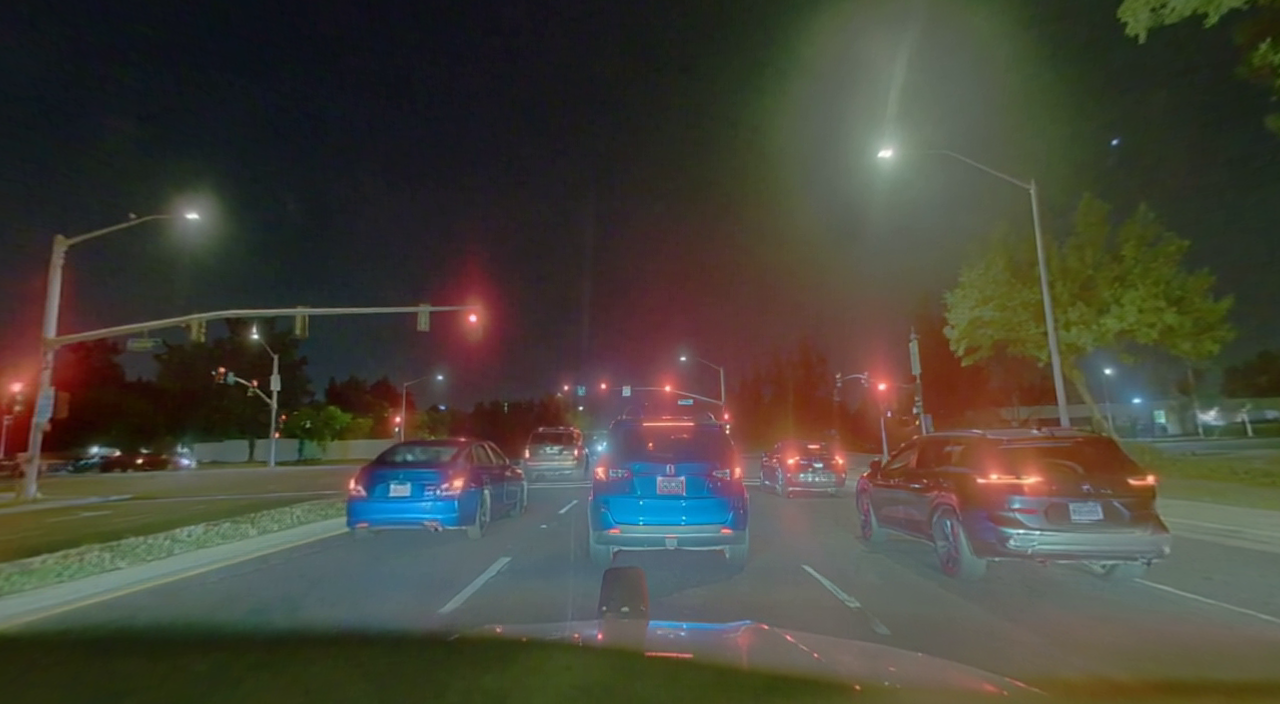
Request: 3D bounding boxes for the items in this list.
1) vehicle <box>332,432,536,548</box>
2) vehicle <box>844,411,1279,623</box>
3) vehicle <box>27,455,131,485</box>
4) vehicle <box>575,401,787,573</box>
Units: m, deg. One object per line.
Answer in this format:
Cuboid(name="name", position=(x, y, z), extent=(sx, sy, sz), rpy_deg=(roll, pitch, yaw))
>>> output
Cuboid(name="vehicle", position=(-3.036, 2.117, 10.401), extent=(1.876, 1.497, 4.308), rpy_deg=(0, -8, 1))
Cuboid(name="vehicle", position=(3.916, 1.551, 6.861), extent=(1.954, 1.592, 3.992), rpy_deg=(0, -8, -2))
Cuboid(name="vehicle", position=(-32.910, 6.913, 37.040), extent=(4.395, 1.636, 1.926), rpy_deg=(-1, -8, 6))
Cuboid(name="vehicle", position=(0.409, 1.711, 8.737), extent=(2.172, 1.764, 4.338), rpy_deg=(0, -8, 0))
